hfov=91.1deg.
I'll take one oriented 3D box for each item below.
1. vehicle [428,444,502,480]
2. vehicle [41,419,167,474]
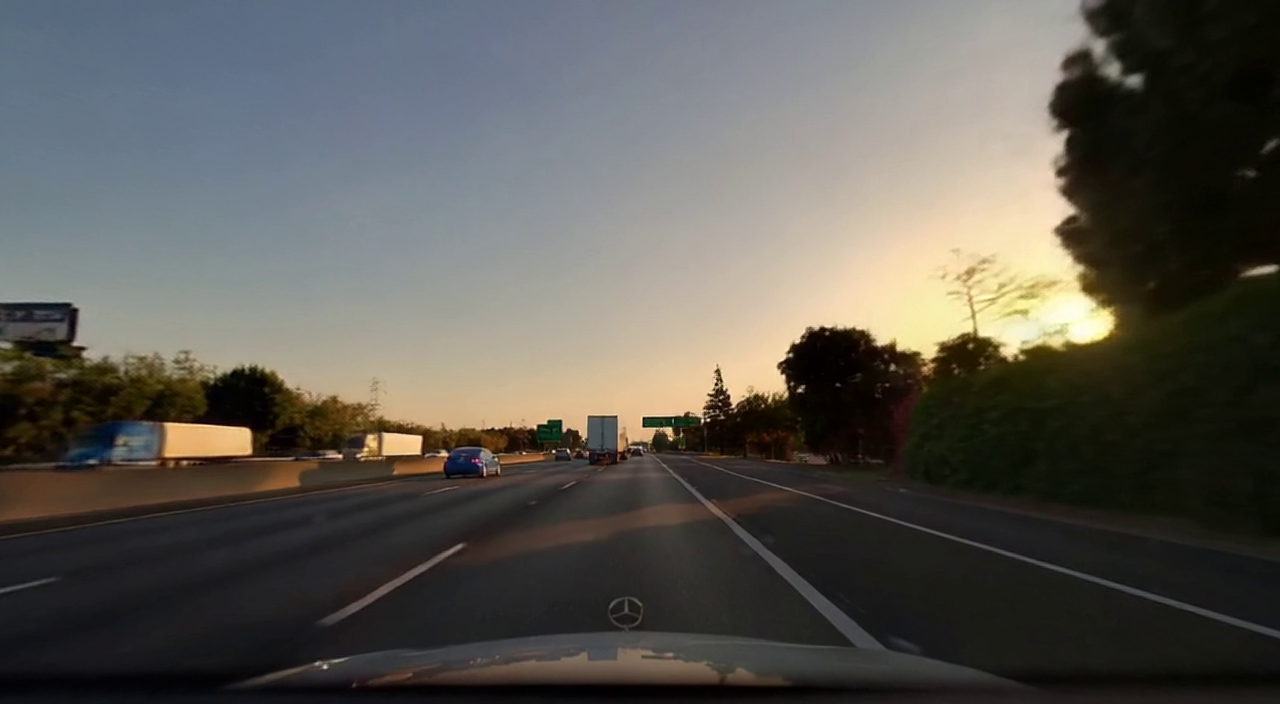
[{"bbox_3d":[-7.675,4.843,28.046,1.901,1.467,4.629,0,-9,1],"label":"vehicle"},{"bbox_3d":[-36.571,6.481,43.228,2.853,3.453,6.411,0,-8,0],"label":"vehicle"}]
